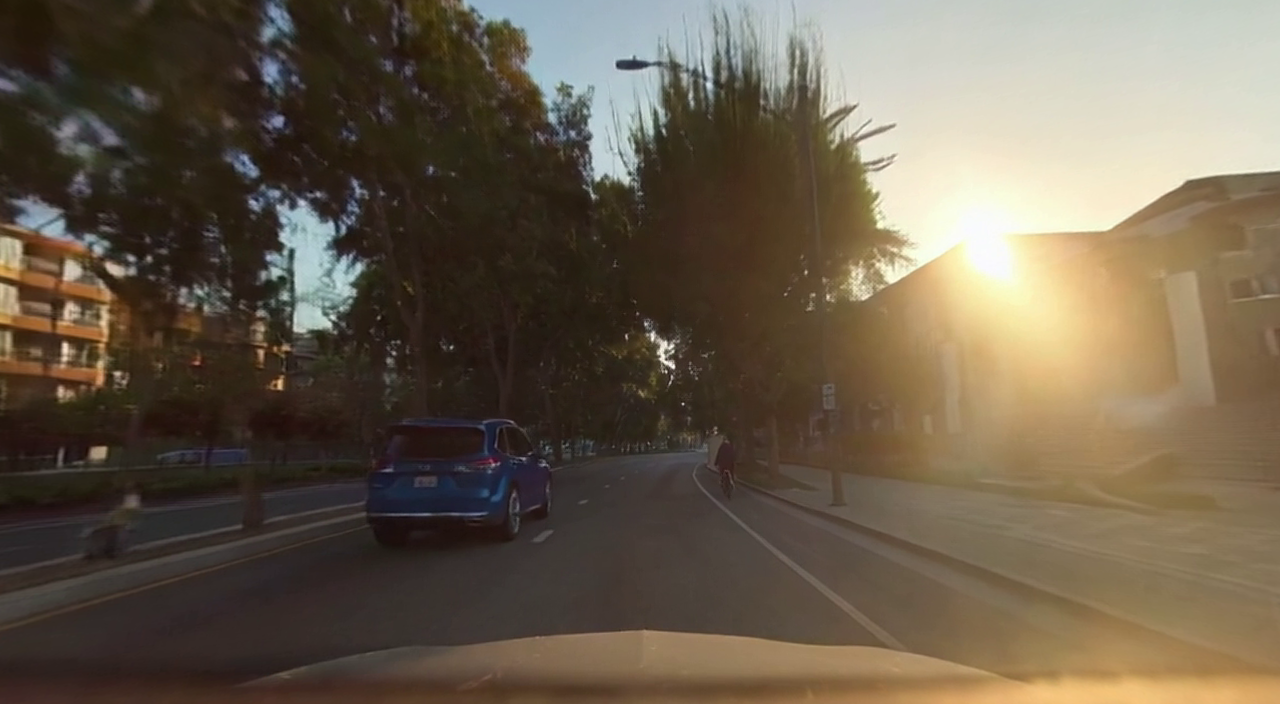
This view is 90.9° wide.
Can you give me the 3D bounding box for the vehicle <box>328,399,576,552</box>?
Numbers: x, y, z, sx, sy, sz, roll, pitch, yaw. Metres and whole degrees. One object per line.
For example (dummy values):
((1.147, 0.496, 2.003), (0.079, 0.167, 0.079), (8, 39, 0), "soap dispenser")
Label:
((-2.588, 1.912, 10.388), (2.294, 1.859, 5.127), (-1, -9, 3), "vehicle")
